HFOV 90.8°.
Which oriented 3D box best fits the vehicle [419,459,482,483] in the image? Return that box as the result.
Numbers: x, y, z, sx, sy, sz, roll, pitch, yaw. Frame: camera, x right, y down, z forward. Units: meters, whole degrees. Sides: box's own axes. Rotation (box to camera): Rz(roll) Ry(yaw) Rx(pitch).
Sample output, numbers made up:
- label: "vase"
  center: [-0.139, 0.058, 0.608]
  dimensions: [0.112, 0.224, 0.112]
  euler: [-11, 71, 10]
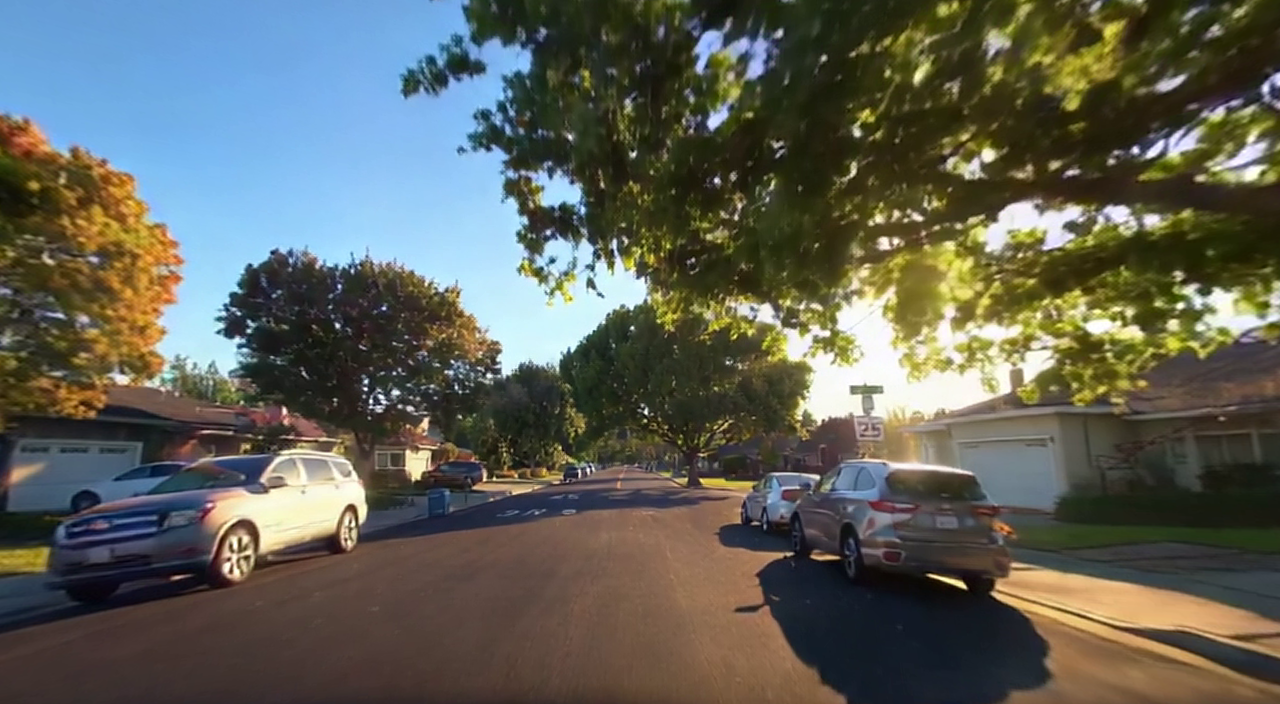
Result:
- label: "vehicle"
  center: [-13.780, 8.735, 46.138]
  dimensions: [3.921, 1.629, 1.832]
  euler: [0, -12, 2]

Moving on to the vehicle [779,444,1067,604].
- label: "vehicle"
  center: [3.643, 2.350, 9.345]
  dimensions: [2.033, 1.730, 4.554]
  euler: [1, -11, -1]

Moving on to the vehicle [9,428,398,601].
- label: "vehicle"
  center: [-6.148, 2.443, 10.245]
  dimensions: [2.322, 1.949, 5.695]
  euler: [0, -11, -2]
